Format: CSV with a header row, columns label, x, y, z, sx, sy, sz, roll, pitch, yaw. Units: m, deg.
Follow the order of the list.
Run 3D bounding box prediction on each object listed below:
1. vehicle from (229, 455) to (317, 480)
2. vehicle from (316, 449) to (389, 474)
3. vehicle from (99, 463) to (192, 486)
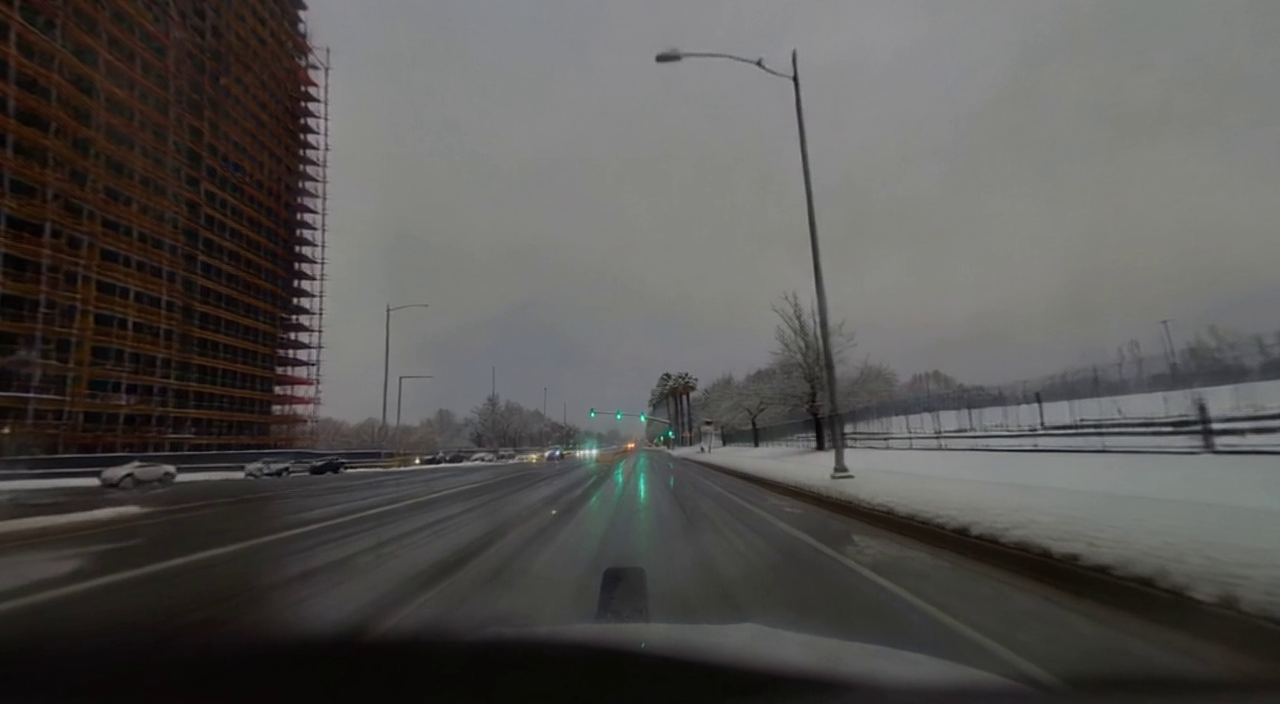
label,x,y,z,sx,sy,sz,roll,pitch,yaw
vehicle,-24.478,7.657,42.147,1.790,1.484,4.651,-7,-11,39
vehicle,-21.110,8.049,46.486,2.050,1.686,4.593,-4,-9,25
vehicle,-30.198,7.499,38.625,4.101,1.243,1.698,3,-9,-23
